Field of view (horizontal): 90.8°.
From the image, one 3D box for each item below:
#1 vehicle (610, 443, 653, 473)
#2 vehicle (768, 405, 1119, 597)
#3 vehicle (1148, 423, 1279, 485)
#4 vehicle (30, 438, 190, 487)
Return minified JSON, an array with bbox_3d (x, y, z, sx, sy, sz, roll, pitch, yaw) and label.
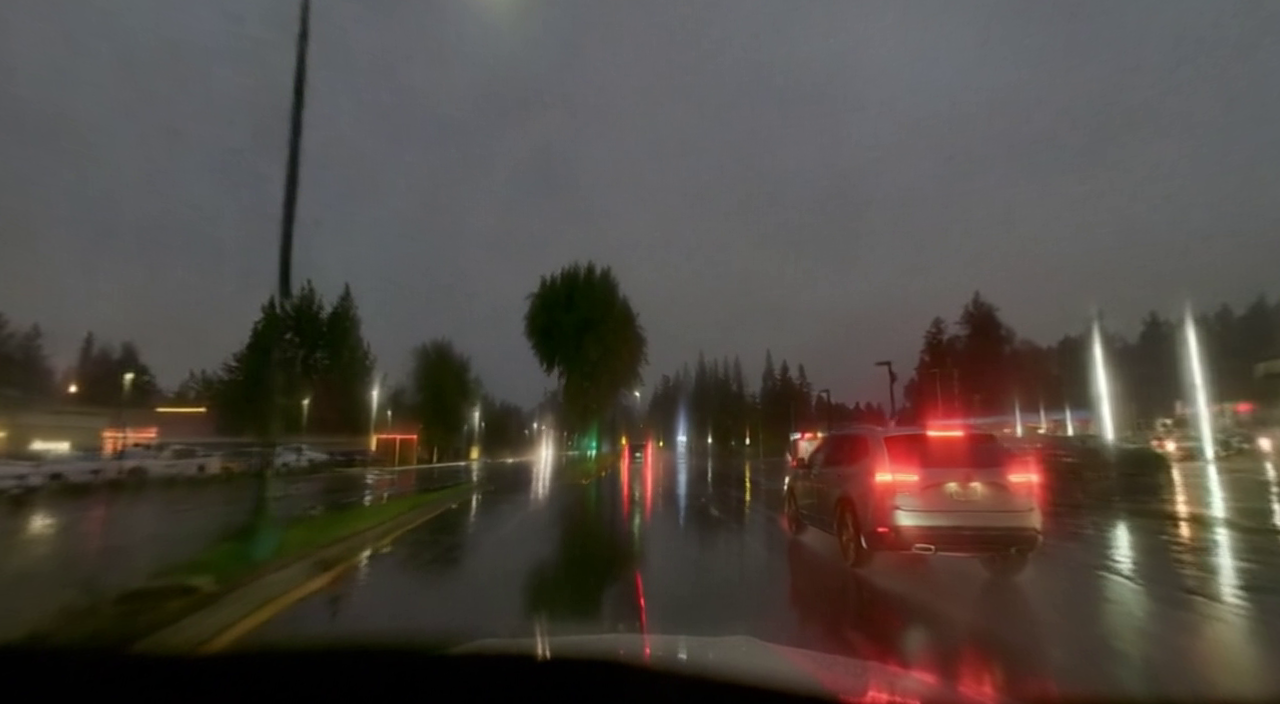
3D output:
[{"bbox_3d":[-0.437,5.525,33.130,2.126,1.475,3.967,0,-8,0],"label":"vehicle"},{"bbox_3d":[3.174,1.660,7.922,2.110,1.698,4.397,0,-8,-1],"label":"vehicle"},{"bbox_3d":[20.284,3.289,20.524,5.408,1.845,2.377,0,-8,0],"label":"vehicle"},{"bbox_3d":[-25.851,5.412,30.990,5.776,1.932,2.226,-3,-9,-2],"label":"vehicle"}]
